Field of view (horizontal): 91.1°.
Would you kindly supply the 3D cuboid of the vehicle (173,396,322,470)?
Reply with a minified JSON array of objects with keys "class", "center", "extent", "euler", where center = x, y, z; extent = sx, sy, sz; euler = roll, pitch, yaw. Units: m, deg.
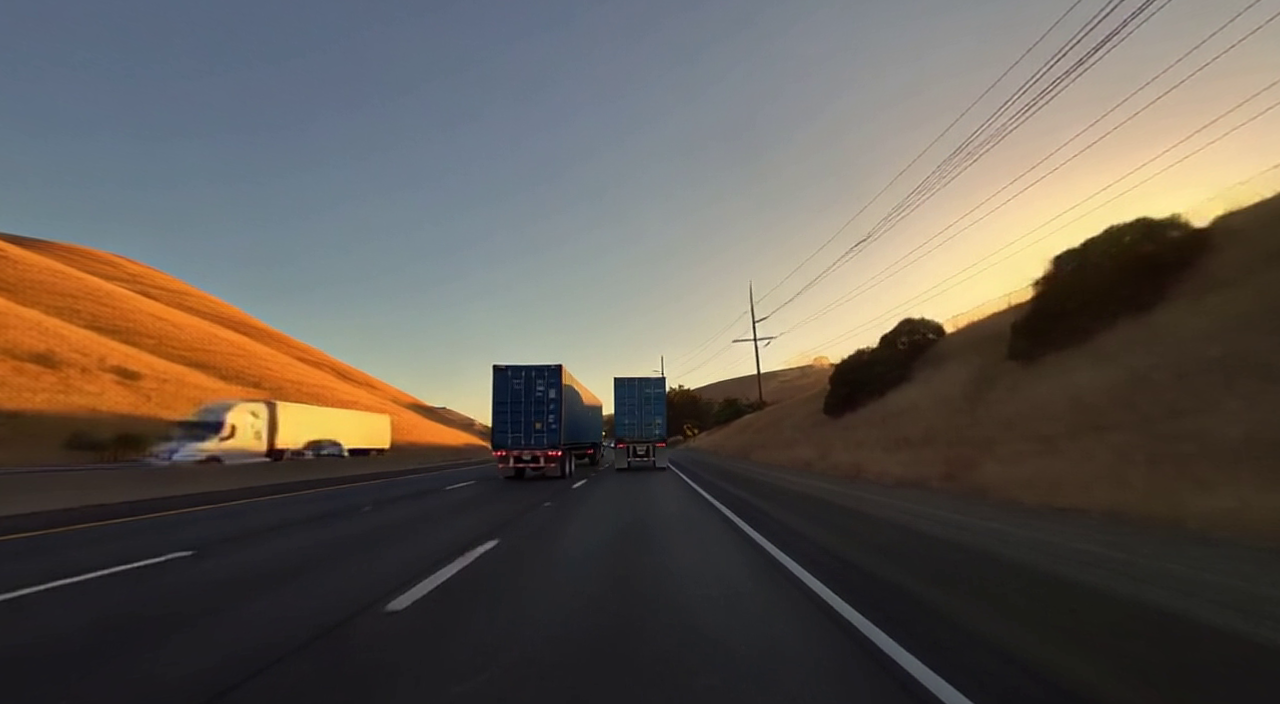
[{"class":"vehicle","center":[-21.734,4.640,35.542],"extent":[3.000,3.656,8.290],"euler":[0,-8,0]}]

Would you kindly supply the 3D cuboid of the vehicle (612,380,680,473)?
[{"class":"vehicle","center":[0.166,4.145,33.913],"extent":[3.006,4.120,11.586],"euler":[0,-8,-1]}]

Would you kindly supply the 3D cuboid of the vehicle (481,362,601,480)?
[{"class":"vehicle","center":[-3.872,3.361,28.698],"extent":[3.065,4.105,13.706],"euler":[0,-8,1]}]
